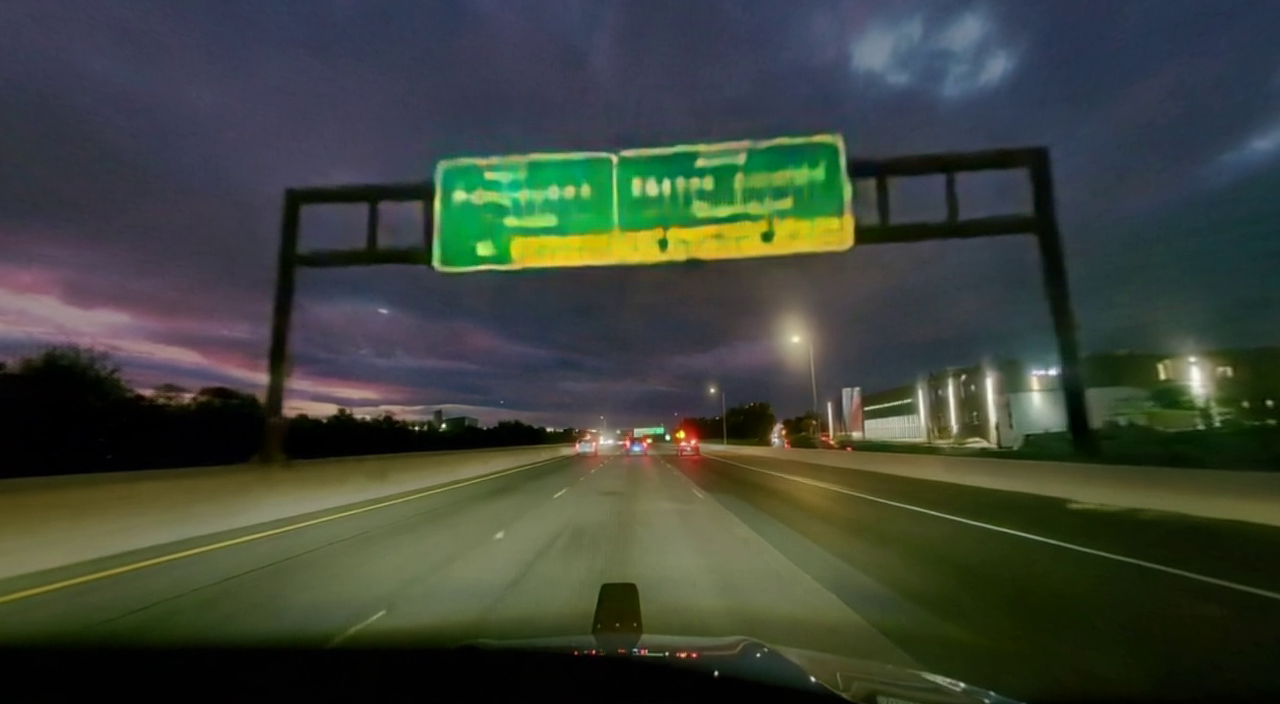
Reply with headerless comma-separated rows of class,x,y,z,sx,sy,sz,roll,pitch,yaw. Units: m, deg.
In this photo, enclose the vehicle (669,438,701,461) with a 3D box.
vehicle,3.260,7.146,46.138,1.992,1.532,3.996,0,-8,-1
